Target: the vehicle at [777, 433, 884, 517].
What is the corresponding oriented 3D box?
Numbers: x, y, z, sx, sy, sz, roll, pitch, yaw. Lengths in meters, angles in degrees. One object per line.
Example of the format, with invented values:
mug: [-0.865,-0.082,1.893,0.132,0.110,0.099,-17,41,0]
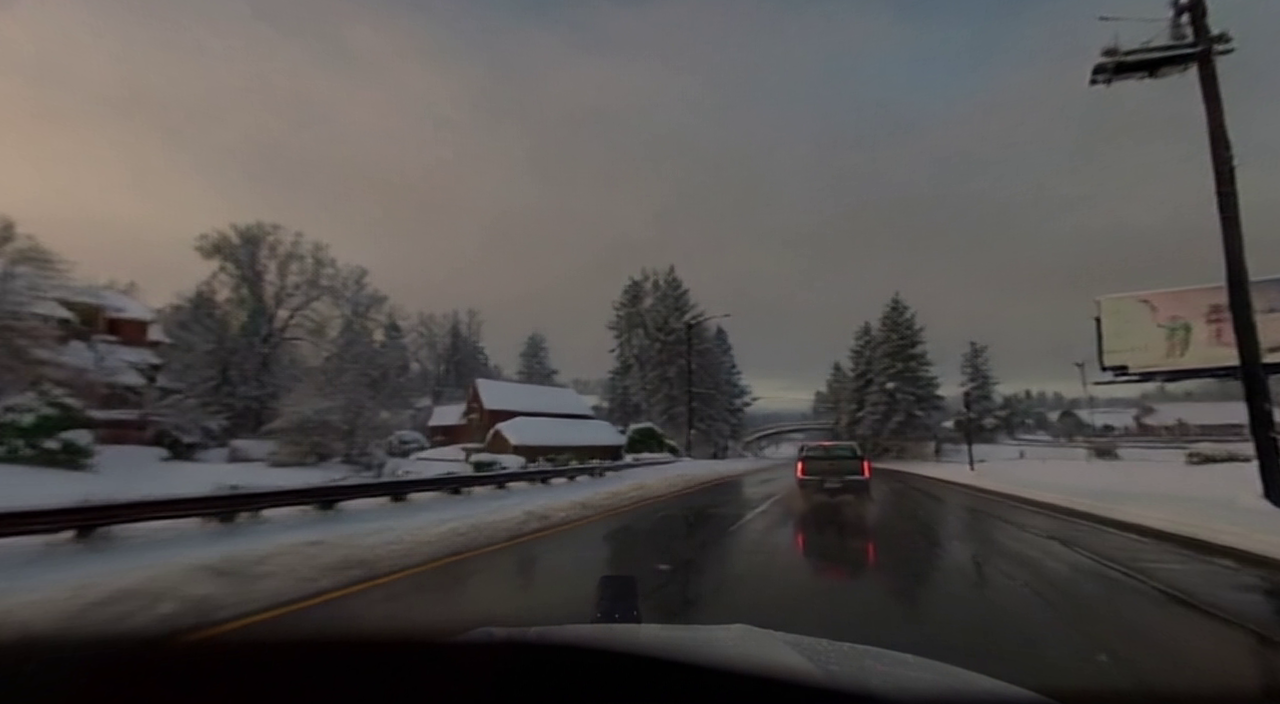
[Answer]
vehicle: [5.390,3.330,17.716,2.404,1.926,5.251,-3,-9,18]
